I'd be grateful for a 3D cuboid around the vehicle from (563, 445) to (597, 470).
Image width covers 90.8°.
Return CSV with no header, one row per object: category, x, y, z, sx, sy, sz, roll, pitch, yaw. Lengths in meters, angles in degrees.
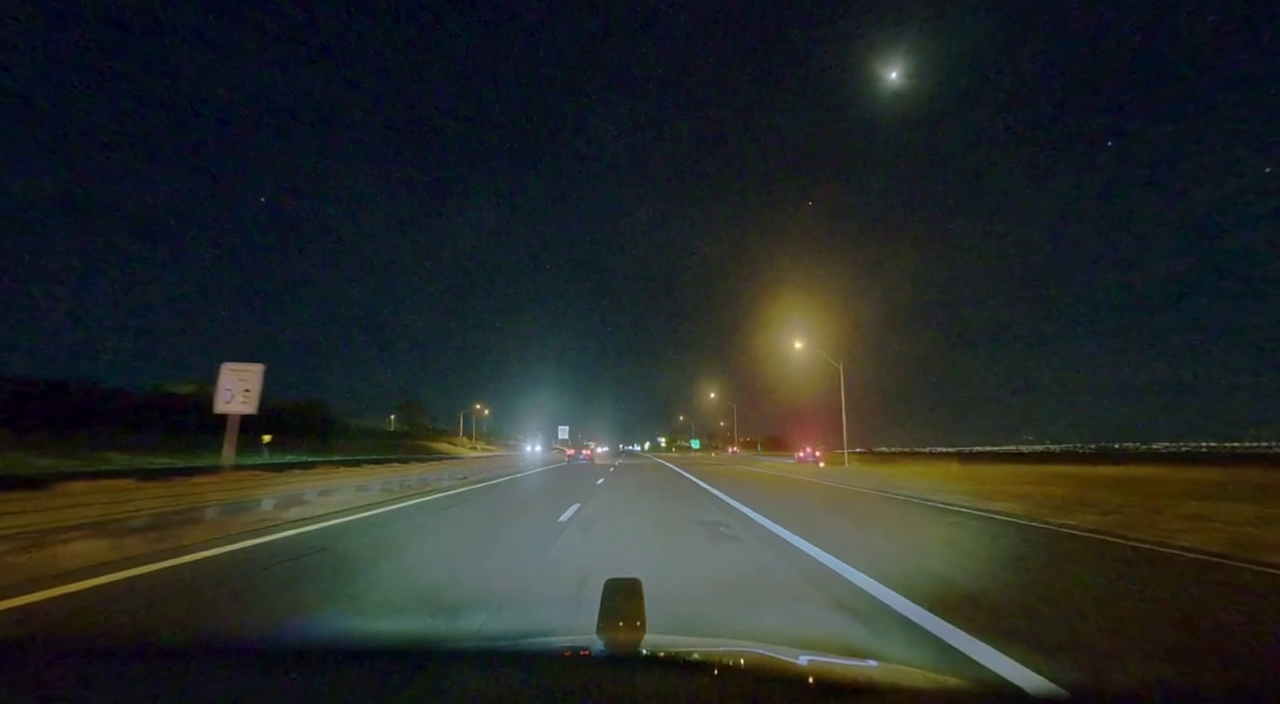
vehicle,-3.813,6.752,40.499,1.835,1.531,3.811,0,-9,-1
